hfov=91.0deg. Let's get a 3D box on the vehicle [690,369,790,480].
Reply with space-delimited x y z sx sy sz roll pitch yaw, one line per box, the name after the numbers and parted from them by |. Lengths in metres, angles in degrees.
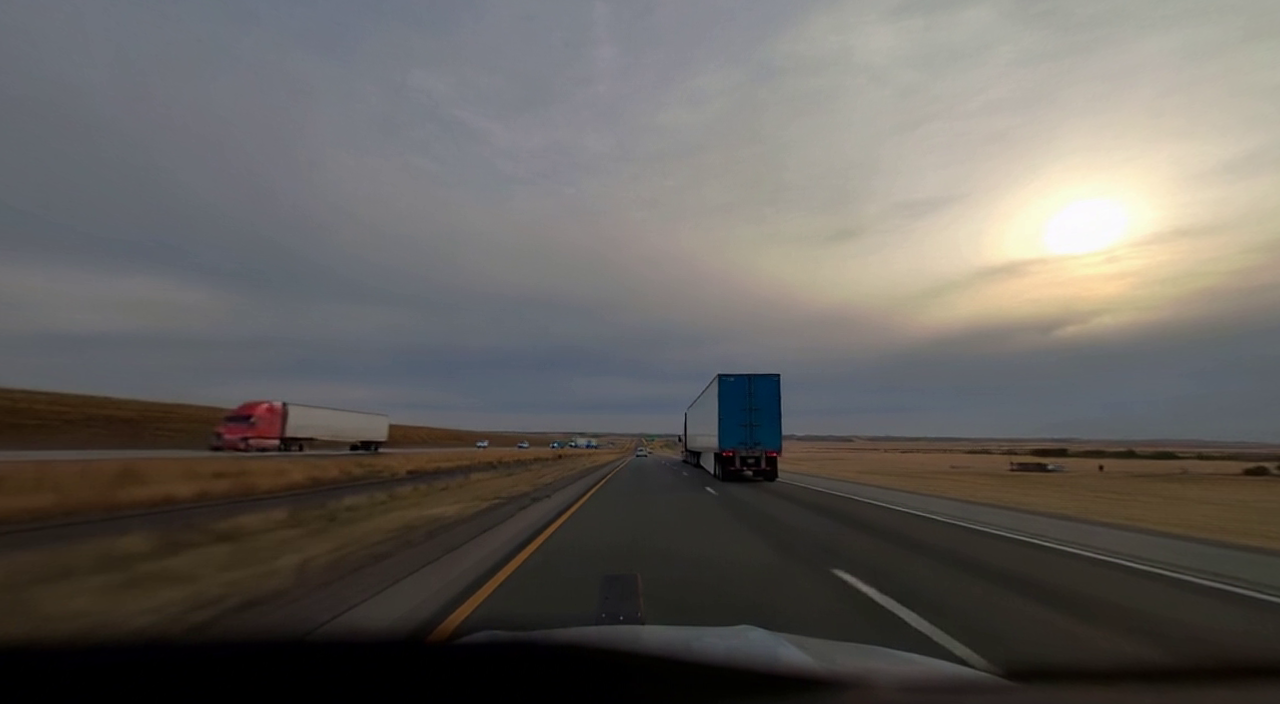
4.293 3.713 30.434 2.818 4.206 12.987 0 -9 0 | vehicle
